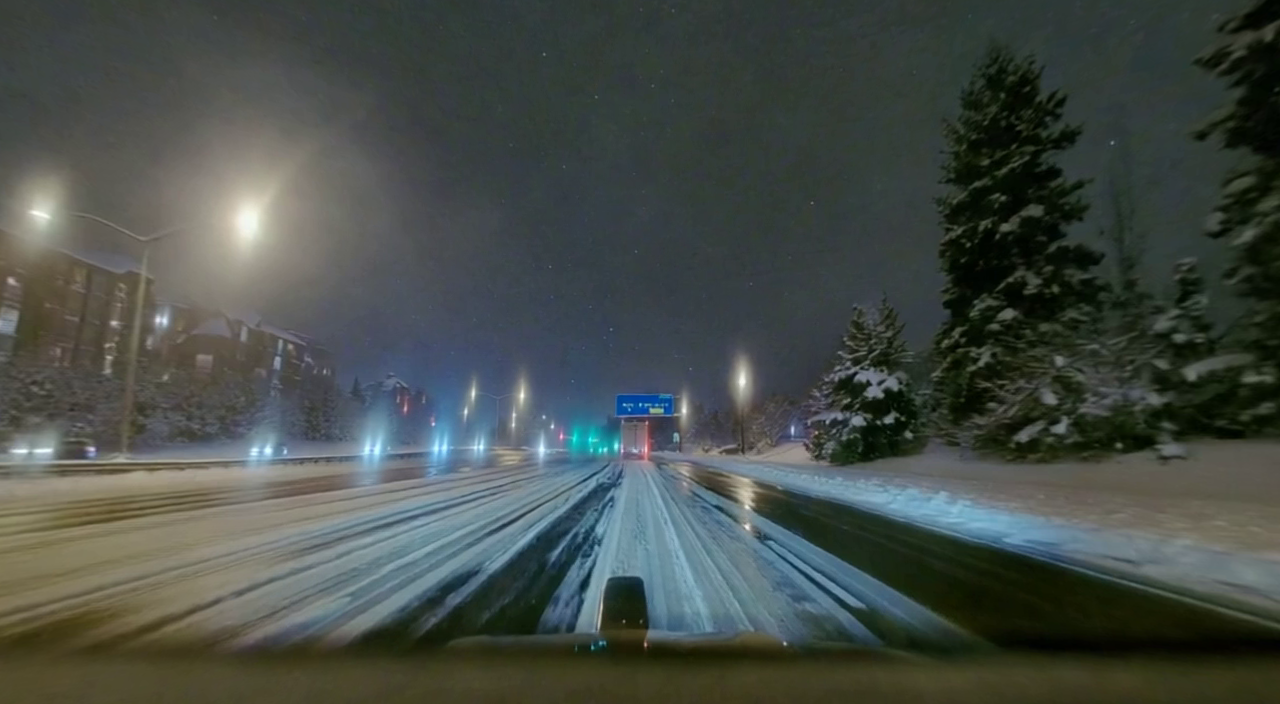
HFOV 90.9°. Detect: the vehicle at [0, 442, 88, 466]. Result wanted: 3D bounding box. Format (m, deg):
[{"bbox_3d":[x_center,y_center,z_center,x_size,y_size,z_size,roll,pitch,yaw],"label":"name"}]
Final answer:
[{"bbox_3d":[-37.172,6.355,39.388,1.755,1.446,3.906,-1,-9,1],"label":"vehicle"}]
